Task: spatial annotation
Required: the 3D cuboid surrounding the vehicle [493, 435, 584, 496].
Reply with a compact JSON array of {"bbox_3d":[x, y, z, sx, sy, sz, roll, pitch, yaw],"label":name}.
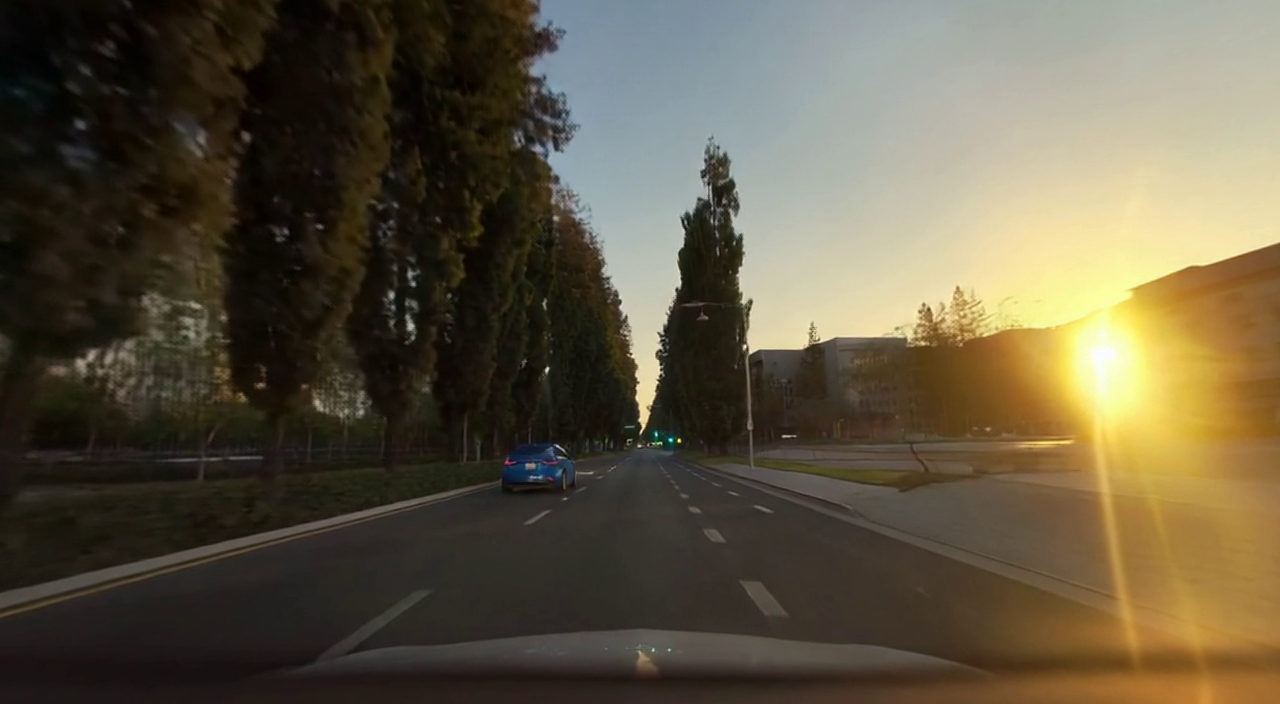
[{"bbox_3d":[-3.091,3.578,20.287,2.121,1.724,4.392,0,-9,1],"label":"vehicle"}]
